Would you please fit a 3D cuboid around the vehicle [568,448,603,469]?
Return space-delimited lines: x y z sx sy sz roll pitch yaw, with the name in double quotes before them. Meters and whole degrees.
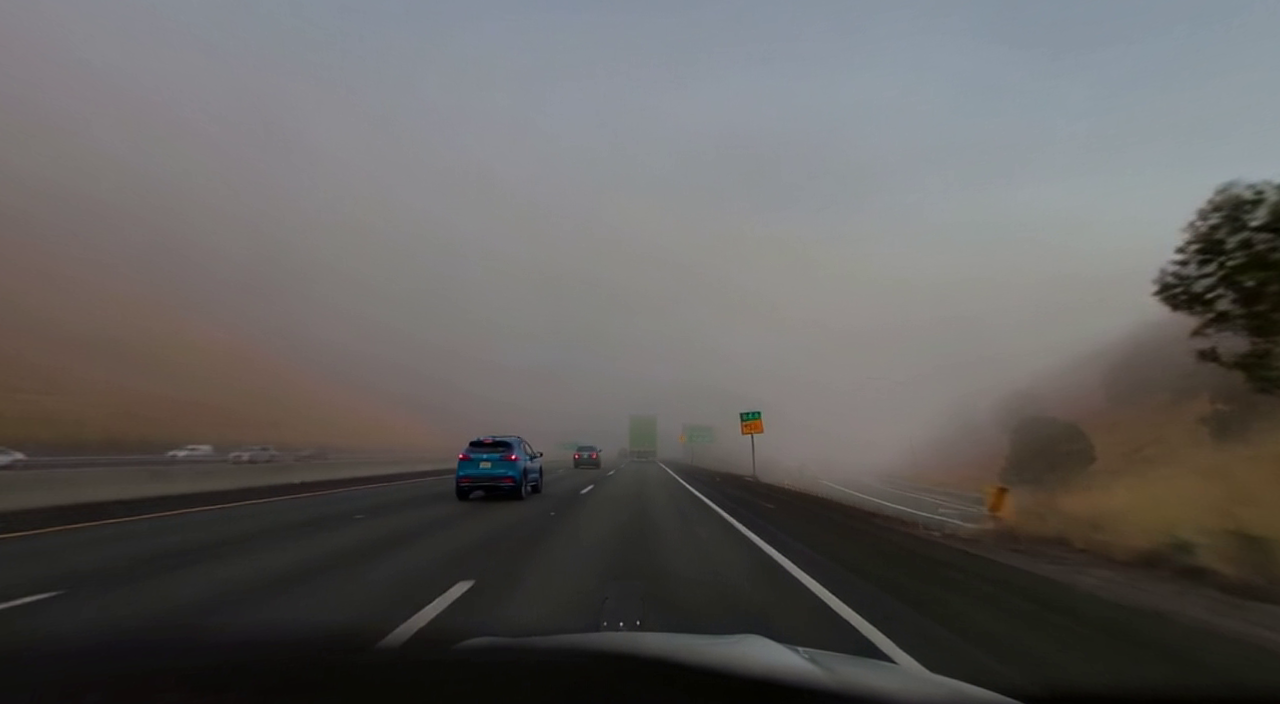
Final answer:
"vehicle" -3.993 7.846 46.663 2.101 1.476 4.471 1 -9 1

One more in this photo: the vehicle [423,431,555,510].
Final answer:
"vehicle" -3.685 2.997 16.420 2.194 1.725 4.698 0 -9 1
